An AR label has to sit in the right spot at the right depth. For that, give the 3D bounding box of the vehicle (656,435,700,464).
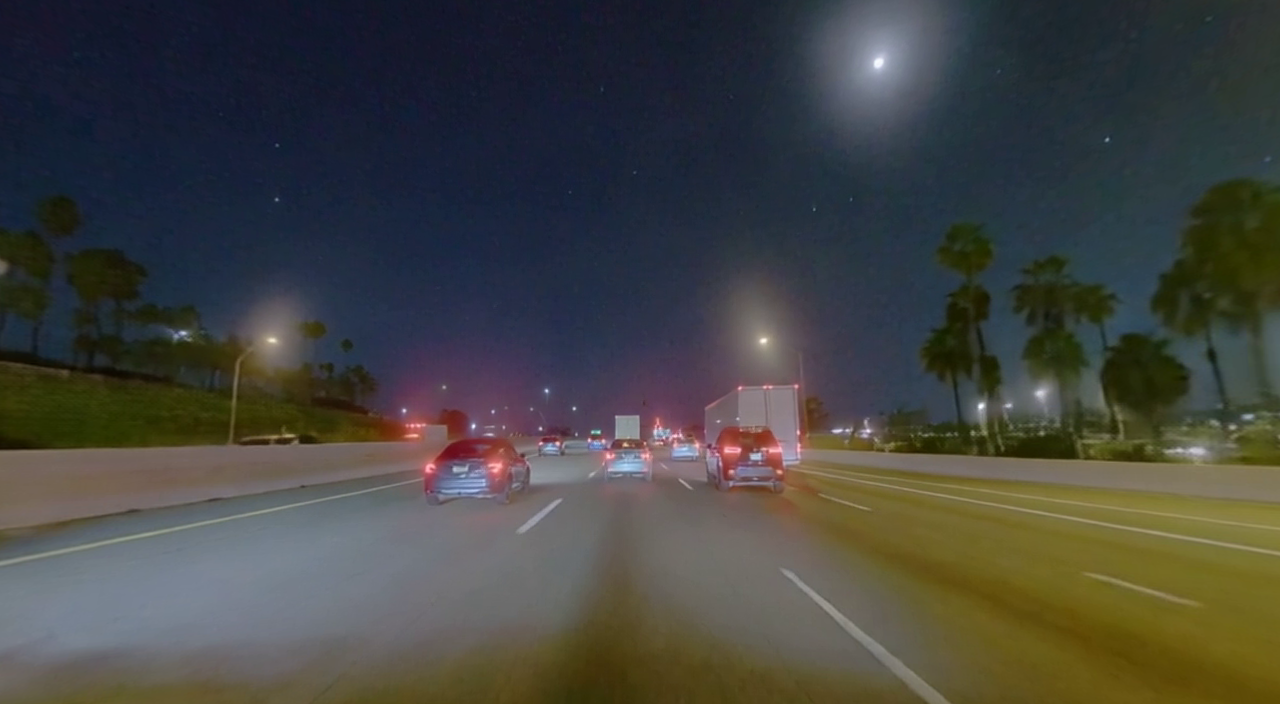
[{"bbox_3d":[2.492,6.625,42.965,2.476,1.843,5.652,0,-8,-1],"label":"vehicle"}]

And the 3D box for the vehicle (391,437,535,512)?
[{"bbox_3d":[-3.784,2.684,14.385,1.998,1.423,4.436,0,-8,0],"label":"vehicle"}]

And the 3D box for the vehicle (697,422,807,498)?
[{"bbox_3d":[3.011,3.042,18.075,2.173,1.870,4.499,0,-8,-2],"label":"vehicle"}]

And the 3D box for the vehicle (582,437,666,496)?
[{"bbox_3d":[-0.437,3.194,18.004,2.136,1.470,3.971,0,-8,-1],"label":"vehicle"}]

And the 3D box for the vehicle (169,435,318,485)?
[{"bbox_3d":[-15.686,4.290,25.452,2.476,1.741,5.764,0,-8,-3],"label":"vehicle"}]

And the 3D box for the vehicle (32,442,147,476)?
[{"bbox_3d":[-30.434,5.887,35.053,2.150,1.728,4.872,0,-8,-3],"label":"vehicle"}]
